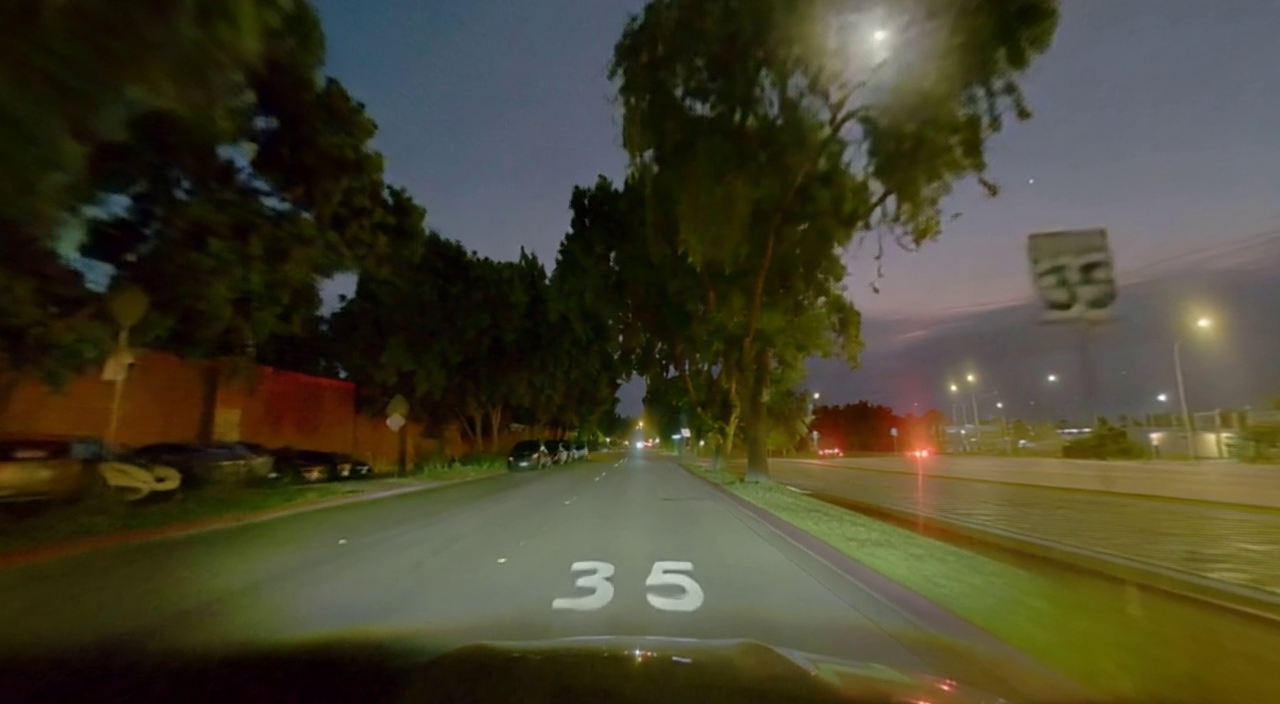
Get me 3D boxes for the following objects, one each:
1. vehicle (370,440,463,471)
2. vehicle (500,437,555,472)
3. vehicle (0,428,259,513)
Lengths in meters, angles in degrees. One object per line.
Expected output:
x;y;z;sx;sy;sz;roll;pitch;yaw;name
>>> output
-13.818;6.400;39.258;4.991;1.692;1.960;2;-8;-1;vehicle
-6.362;5.847;36.509;2.109;1.847;5.553;0;-7;0;vehicle
-13.352;3.006;16.358;5.428;1.908;2.196;1;-8;0;vehicle
